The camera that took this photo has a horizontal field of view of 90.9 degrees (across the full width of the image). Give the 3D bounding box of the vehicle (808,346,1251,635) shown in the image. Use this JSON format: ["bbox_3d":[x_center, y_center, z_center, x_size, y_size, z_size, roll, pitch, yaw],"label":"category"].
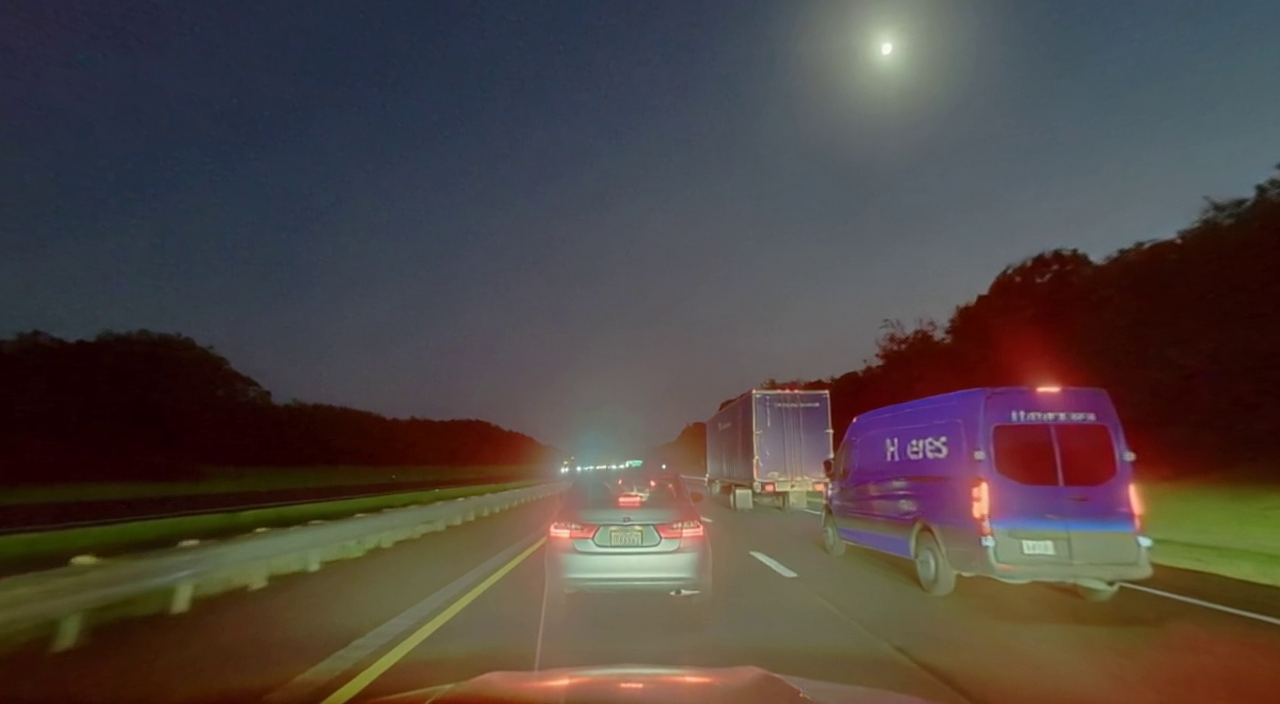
[{"bbox_3d":[4.151,1.697,8.318,2.328,2.537,5.290,1,-11,-1],"label":"vehicle"}]

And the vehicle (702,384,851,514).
[{"bbox_3d":[4.774,4.030,25.228,2.936,3.972,11.144,1,-11,-3],"label":"vehicle"}]

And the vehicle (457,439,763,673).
[{"bbox_3d":[-0.241,1.660,5.891,1.980,1.493,3.410,1,-11,-2],"label":"vehicle"}]
